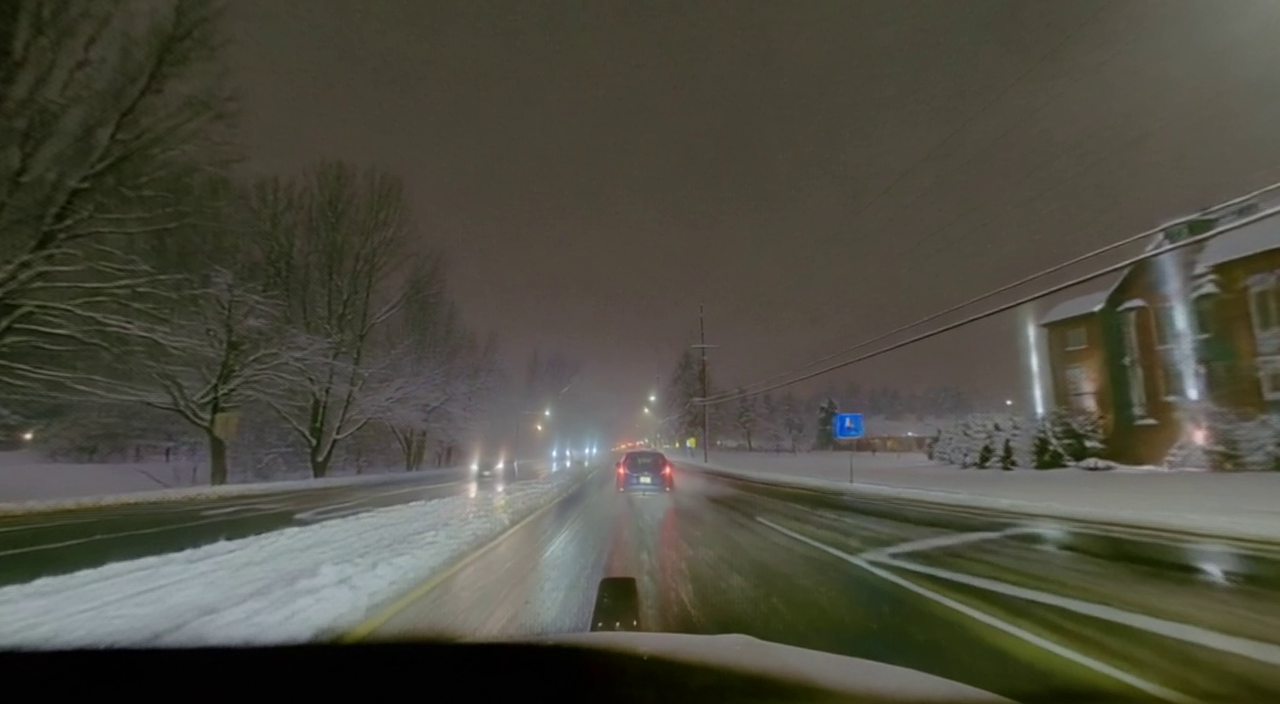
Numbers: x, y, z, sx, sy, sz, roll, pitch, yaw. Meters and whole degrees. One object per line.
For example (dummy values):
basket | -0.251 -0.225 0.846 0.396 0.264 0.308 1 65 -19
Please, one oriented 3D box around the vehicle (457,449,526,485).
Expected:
vehicle | -6.814 5.301 29.206 2.018 1.498 4.168 -1 -8 3

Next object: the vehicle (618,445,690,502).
vehicle | 0.334 3.654 19.304 2.014 1.525 3.670 0 -8 -2
